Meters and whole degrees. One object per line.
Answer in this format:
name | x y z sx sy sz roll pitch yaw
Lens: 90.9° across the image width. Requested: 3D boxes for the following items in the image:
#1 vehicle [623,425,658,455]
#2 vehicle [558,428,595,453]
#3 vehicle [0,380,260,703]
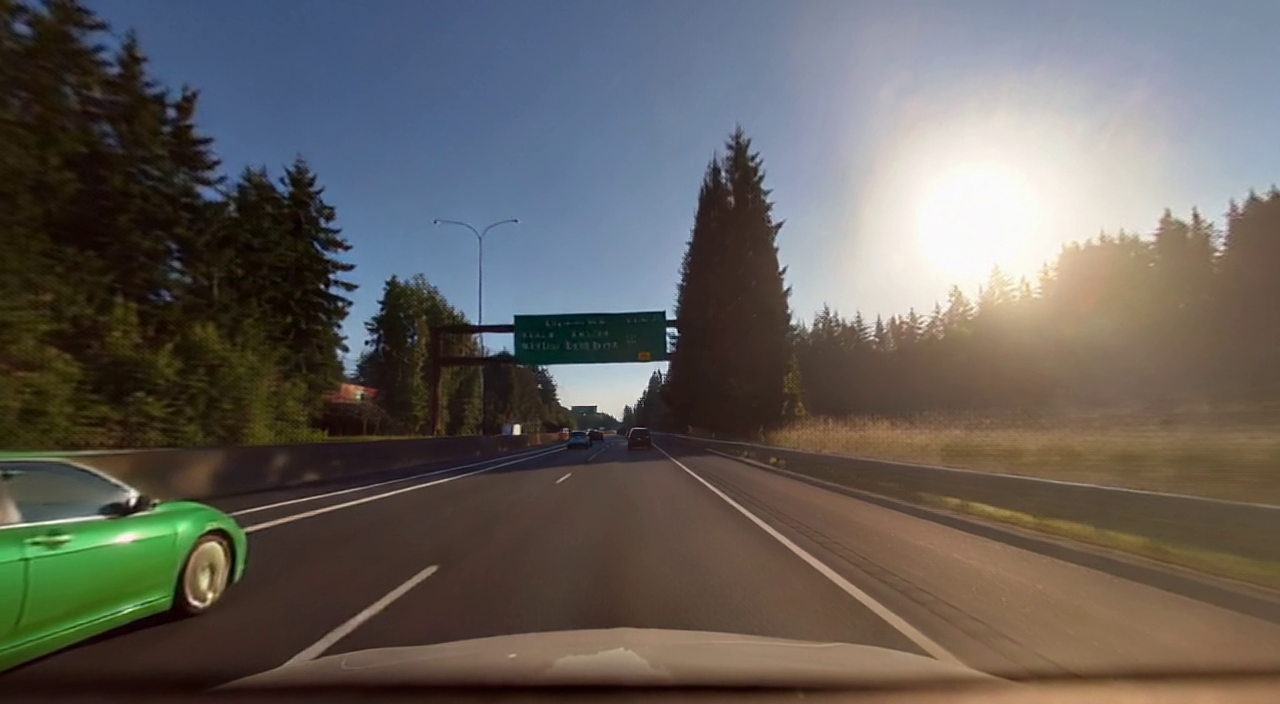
vehicle | -0.018 5.744 41.163 2.170 1.790 4.490 0 -8 -1
vehicle | -4.316 6.078 43.438 2.055 1.610 4.116 0 -8 0
vehicle | -3.833 0.854 2.672 1.958 1.486 3.988 0 -8 -1
